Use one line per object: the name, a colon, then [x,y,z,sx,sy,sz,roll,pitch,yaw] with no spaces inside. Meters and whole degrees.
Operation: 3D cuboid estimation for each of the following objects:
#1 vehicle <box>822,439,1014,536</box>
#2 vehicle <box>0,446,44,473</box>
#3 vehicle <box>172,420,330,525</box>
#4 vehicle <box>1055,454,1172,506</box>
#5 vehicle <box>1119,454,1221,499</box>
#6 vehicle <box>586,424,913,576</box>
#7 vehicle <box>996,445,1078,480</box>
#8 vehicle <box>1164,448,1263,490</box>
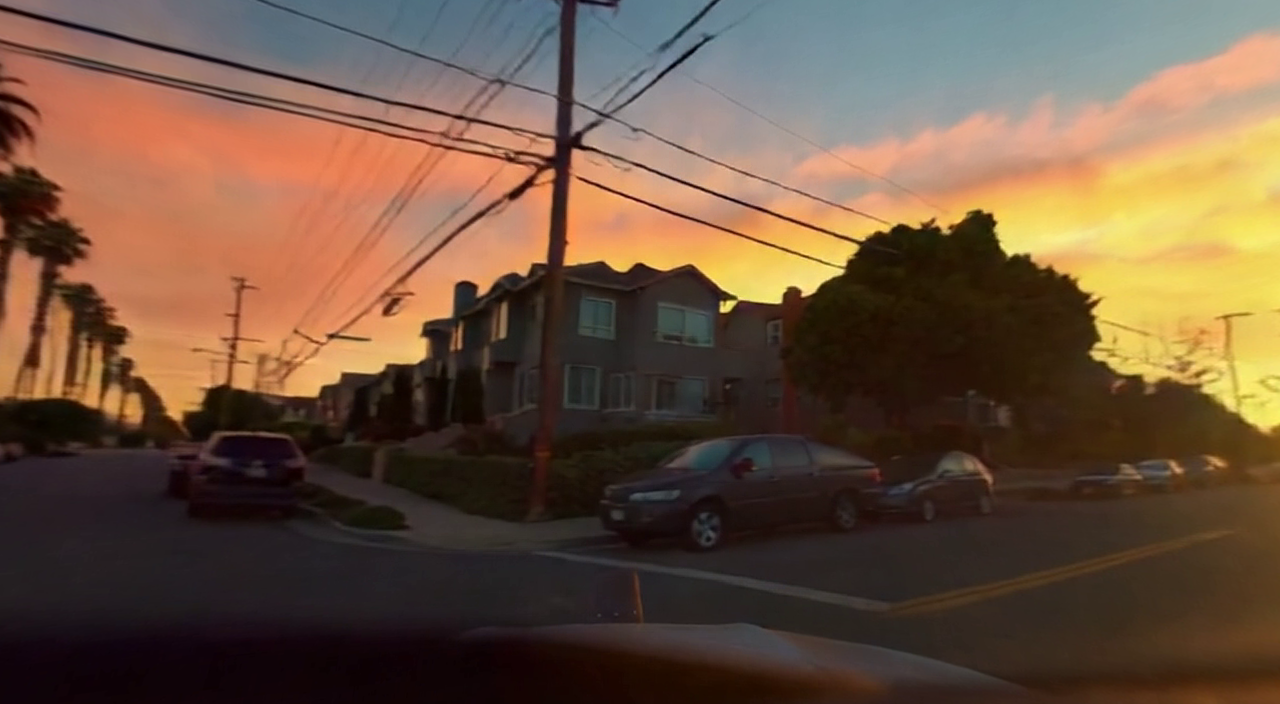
vehicle: [6.585,3.010,14.828,4.436,1.756,2.150,4,-7,-37]
vehicle: [-42.185,7.210,42.493,2.370,1.685,3.679,6,-9,-35]
vehicle: [-9.197,2.607,14.630,2.505,1.895,5.805,6,-10,-36]
vehicle: [16.509,4.352,21.958,4.626,1.523,1.897,6,-10,-36]
vehicle: [21.494,4.950,25.538,4.761,1.553,2.039,6,-10,-37]
vehicle: [2.183,2.335,11.391,5.971,1.967,2.385,4,-9,-39]
vehicle: [23.132,6.350,36.712,5.443,1.836,2.232,6,-10,-38]
vehicle: [26.555,5.371,29.209,5.191,1.746,1.985,6,-12,-33]
